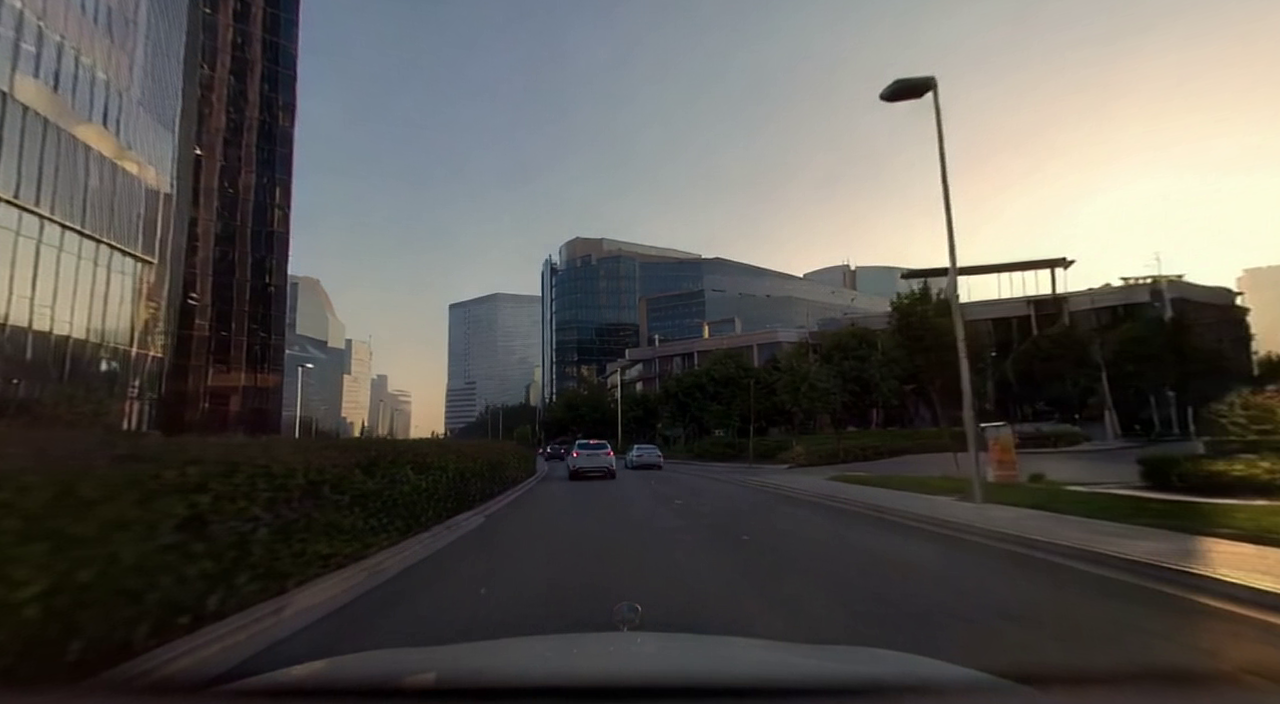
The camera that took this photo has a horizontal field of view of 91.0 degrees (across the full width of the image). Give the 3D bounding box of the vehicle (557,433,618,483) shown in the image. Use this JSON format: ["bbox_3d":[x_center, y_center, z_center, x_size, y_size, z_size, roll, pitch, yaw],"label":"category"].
[{"bbox_3d":[-2.086,4.152,24.870,2.173,1.761,4.374,1,-9,-5],"label":"vehicle"}]

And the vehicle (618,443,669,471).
[{"bbox_3d":[0.144,6.037,36.309,2.116,1.506,4.355,2,-9,-11],"label":"vehicle"}]
